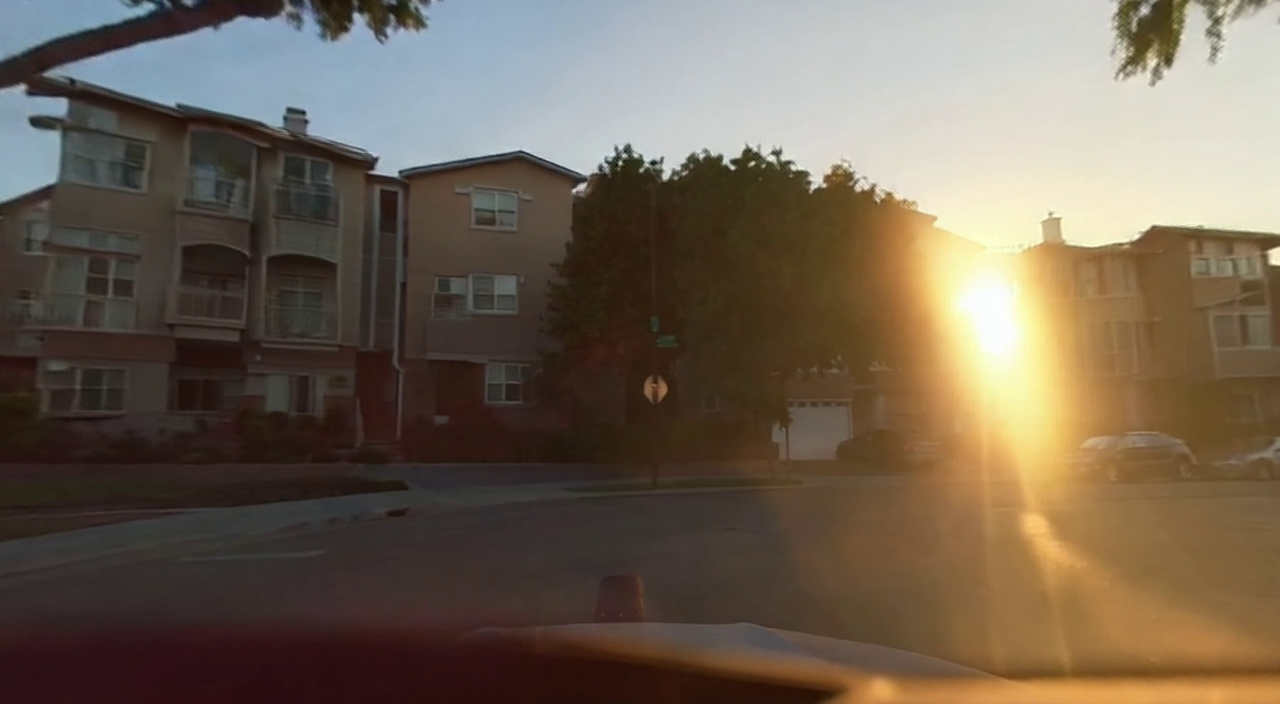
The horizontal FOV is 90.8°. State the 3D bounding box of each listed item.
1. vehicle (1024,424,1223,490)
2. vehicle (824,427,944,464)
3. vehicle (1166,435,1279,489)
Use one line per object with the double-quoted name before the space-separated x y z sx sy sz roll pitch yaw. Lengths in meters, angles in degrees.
"vehicle" 14.009 3.025 18.423 4.584 1.744 1.946 2 -9 -12
"vehicle" 10.200 3.904 26.422 4.714 1.458 1.812 4 -9 -24
"vehicle" 19.067 3.320 19.362 4.696 1.478 1.902 1 -9 -13
